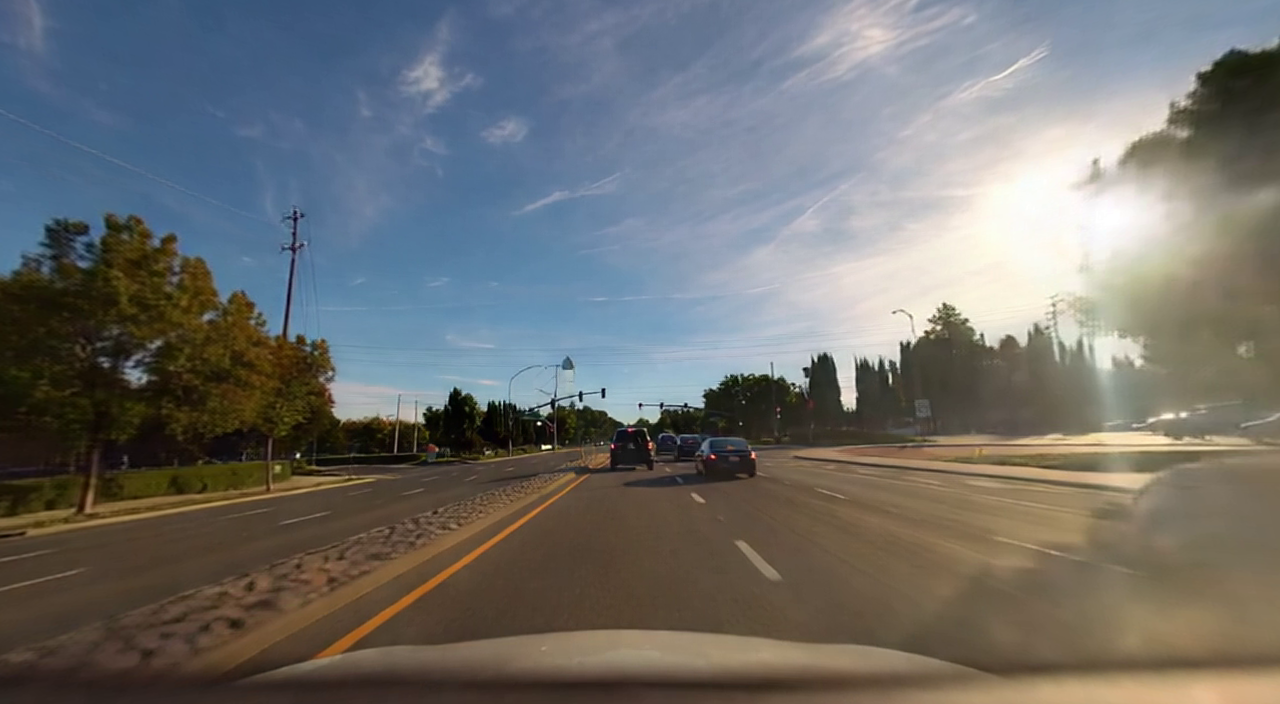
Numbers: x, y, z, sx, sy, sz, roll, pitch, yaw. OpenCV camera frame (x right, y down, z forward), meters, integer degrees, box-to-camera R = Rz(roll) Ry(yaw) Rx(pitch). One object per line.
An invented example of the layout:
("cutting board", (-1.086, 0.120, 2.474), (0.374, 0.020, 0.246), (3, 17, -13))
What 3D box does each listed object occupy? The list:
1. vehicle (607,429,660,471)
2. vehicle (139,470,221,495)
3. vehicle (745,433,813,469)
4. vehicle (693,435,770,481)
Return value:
("vehicle", (-0.325, 4.602, 29.684), (2.300, 1.821, 4.254), (0, -9, -1))
("vehicle", (-33.465, 9.513, 46.029), (4.224, 1.614, 2.123), (0, -9, -3))
("vehicle", (6.774, 4.886, 31.286), (2.198, 1.678, 4.419), (0, -9, -2))
("vehicle", (3.159, 3.780, 22.784), (1.984, 1.462, 4.513), (0, -9, -1))
